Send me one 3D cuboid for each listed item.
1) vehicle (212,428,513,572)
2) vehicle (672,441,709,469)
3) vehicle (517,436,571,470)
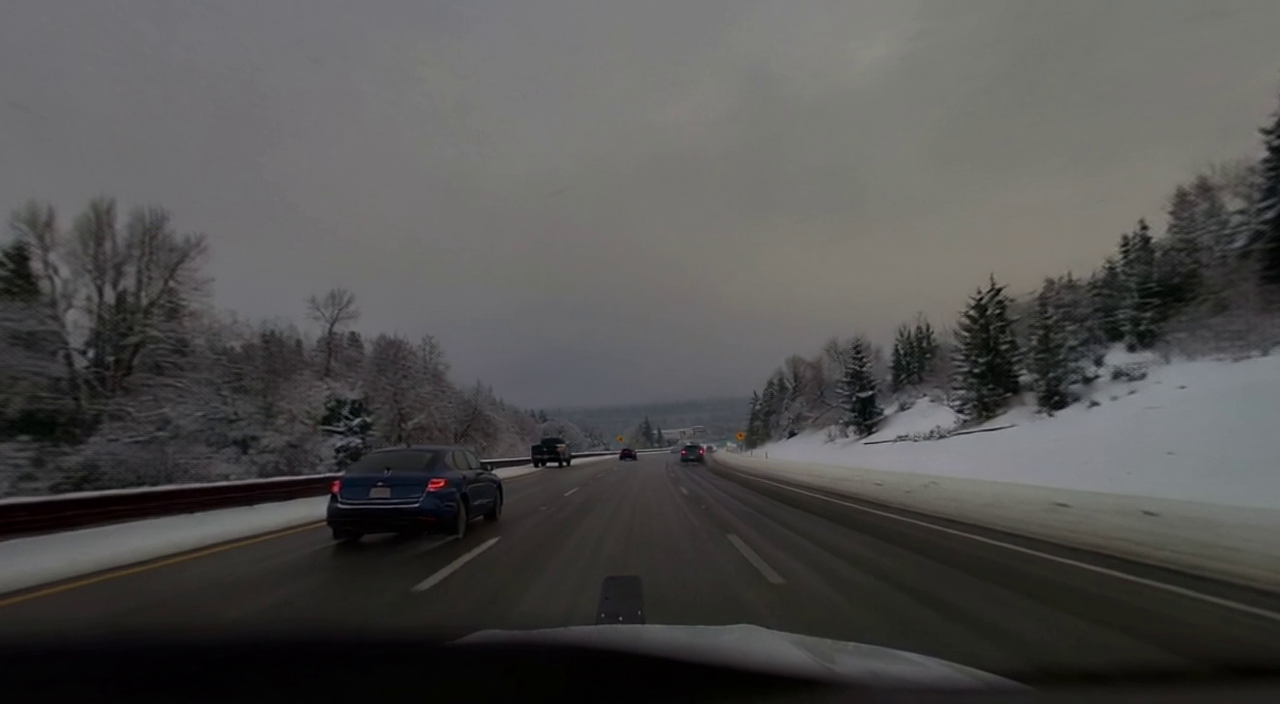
[{"bbox_3d":[-3.355,1.894,8.889,2.192,1.482,4.454,0,-9,0],"label":"vehicle"},{"bbox_3d":[3.401,7.123,43.639,2.211,1.814,4.404,0,-9,0],"label":"vehicle"},{"bbox_3d":[-6.197,6.663,41.748,2.383,2.048,5.875,0,-9,3],"label":"vehicle"}]
